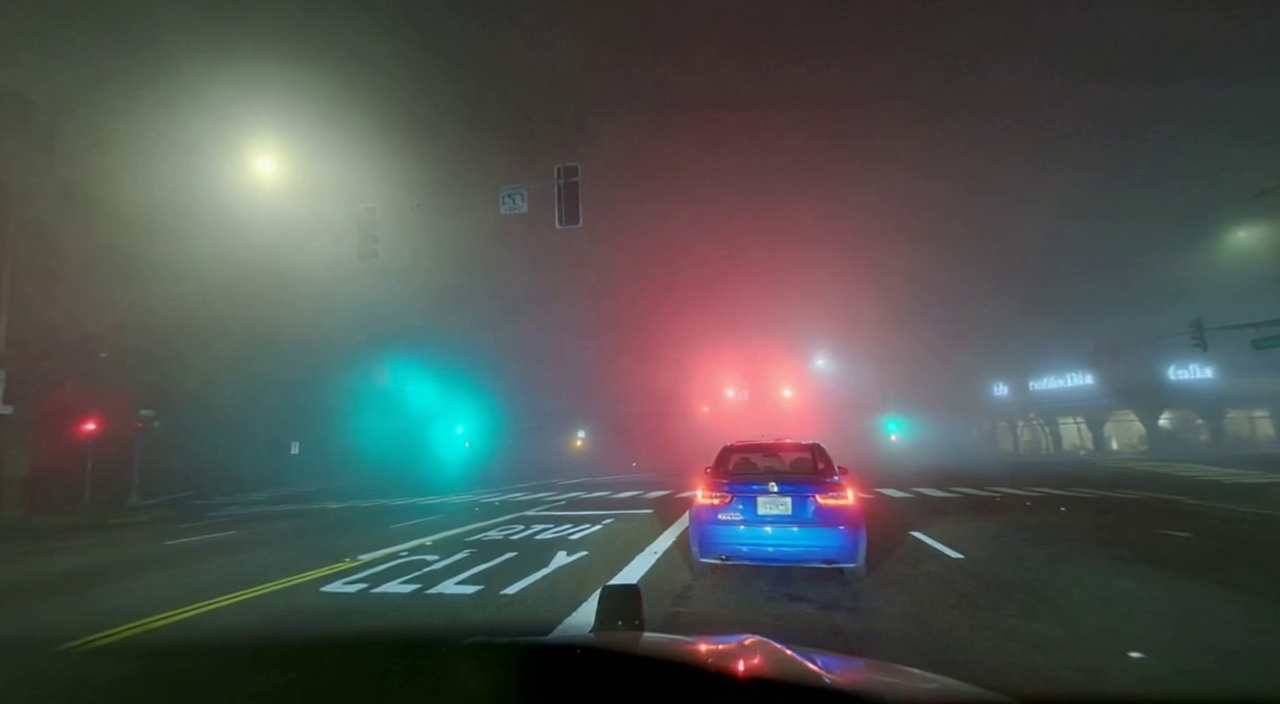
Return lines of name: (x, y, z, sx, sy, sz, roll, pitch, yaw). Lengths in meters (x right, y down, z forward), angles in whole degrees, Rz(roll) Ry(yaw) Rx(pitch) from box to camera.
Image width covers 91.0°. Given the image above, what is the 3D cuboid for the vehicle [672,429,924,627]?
vehicle: (1.581, 1.671, 7.118, 1.872, 1.459, 4.483, -1, -9, 10)
